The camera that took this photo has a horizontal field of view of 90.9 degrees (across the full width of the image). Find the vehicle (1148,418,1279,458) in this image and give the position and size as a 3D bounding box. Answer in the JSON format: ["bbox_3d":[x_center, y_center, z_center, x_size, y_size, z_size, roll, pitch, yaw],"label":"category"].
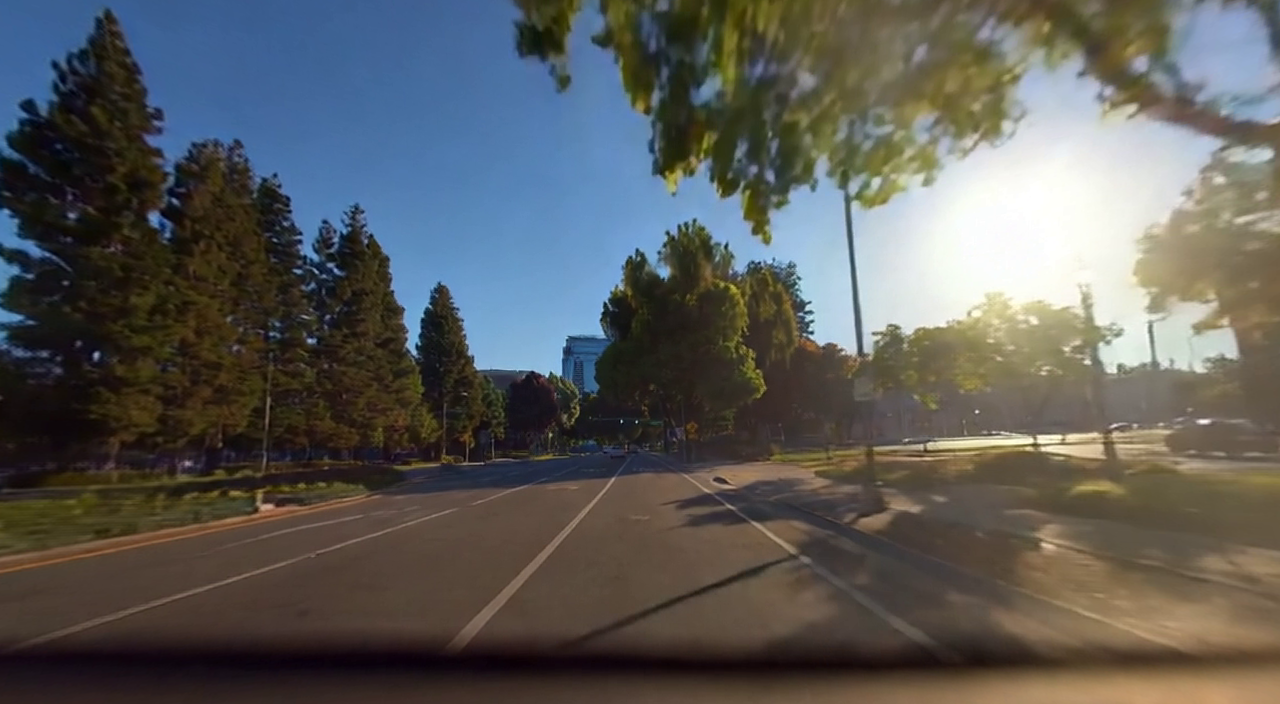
[{"bbox_3d":[25.976,3.888,28.420,4.384,1.682,1.866,-1,-9,3],"label":"vehicle"}]
